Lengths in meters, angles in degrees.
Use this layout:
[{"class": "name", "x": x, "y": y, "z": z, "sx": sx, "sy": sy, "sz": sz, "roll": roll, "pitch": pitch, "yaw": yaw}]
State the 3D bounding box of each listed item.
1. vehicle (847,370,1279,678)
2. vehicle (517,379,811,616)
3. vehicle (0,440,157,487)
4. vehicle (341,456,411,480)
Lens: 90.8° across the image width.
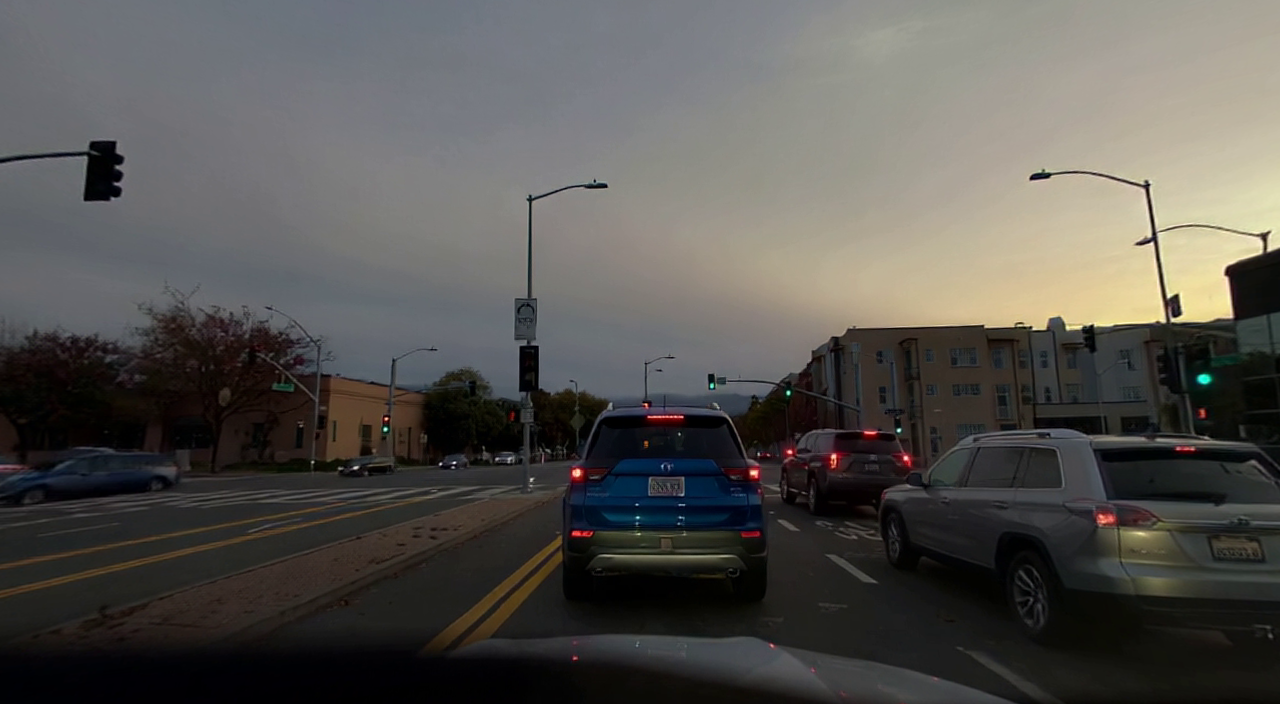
[{"class": "vehicle", "x": 3.561, "y": 1.274, "z": 5.719, "sx": 2.018, "sy": 1.701, "sz": 4.288, "roll": 0, "pitch": -9, "yaw": 2}, {"class": "vehicle", "x": 0.233, "y": 1.464, "z": 7.224, "sx": 2.292, "sy": 1.840, "sz": 4.394, "roll": 0, "pitch": -9, "yaw": 1}, {"class": "vehicle", "x": -24.566, "y": 4.841, "z": 27.556, "sx": 5.062, "sy": 1.946, "sz": 2.243, "roll": 0, "pitch": -9, "yaw": -1}, {"class": "vehicle", "x": -18.044, "y": 7.933, "z": 43.398, "sx": 1.864, "sy": 1.444, "sz": 4.255, "roll": -4, "pitch": -9, "yaw": 22}]
